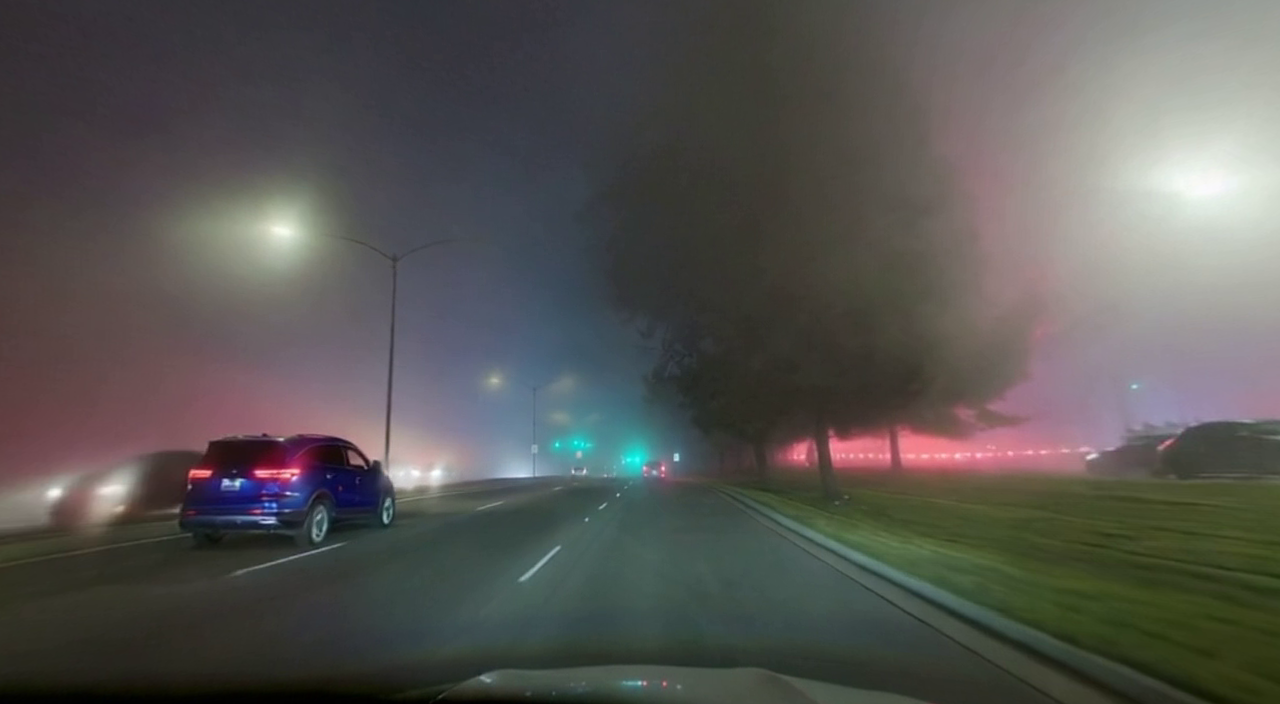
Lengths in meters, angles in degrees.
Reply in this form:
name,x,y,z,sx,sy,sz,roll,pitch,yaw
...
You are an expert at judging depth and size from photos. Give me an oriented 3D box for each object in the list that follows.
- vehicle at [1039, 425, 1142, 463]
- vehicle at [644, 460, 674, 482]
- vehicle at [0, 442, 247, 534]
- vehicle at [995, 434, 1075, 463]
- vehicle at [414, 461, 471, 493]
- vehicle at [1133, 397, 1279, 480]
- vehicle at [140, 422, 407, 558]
name,x,y,z,sx,sy,sz,roll,pitch,yaw
vehicle,22.193,4.588,31.293,2.018,1.751,4.637,-1,-9,6
vehicle,1.356,8.634,45.845,2.091,1.494,3.962,0,-9,0
vehicle,-11.685,3.041,14.764,2.042,1.801,4.378,0,-9,1
vehicle,23.064,5.674,37.040,2.001,1.558,4.803,-1,-9,6
vehicle,-11.694,7.412,37.685,2.064,1.515,5.056,1,-7,-4
vehicle,12.767,1.750,12.587,1.884,1.522,4.642,0,-9,-3
vehicle,-6.024,2.292,11.151,2.027,1.908,4.273,0,-9,1
